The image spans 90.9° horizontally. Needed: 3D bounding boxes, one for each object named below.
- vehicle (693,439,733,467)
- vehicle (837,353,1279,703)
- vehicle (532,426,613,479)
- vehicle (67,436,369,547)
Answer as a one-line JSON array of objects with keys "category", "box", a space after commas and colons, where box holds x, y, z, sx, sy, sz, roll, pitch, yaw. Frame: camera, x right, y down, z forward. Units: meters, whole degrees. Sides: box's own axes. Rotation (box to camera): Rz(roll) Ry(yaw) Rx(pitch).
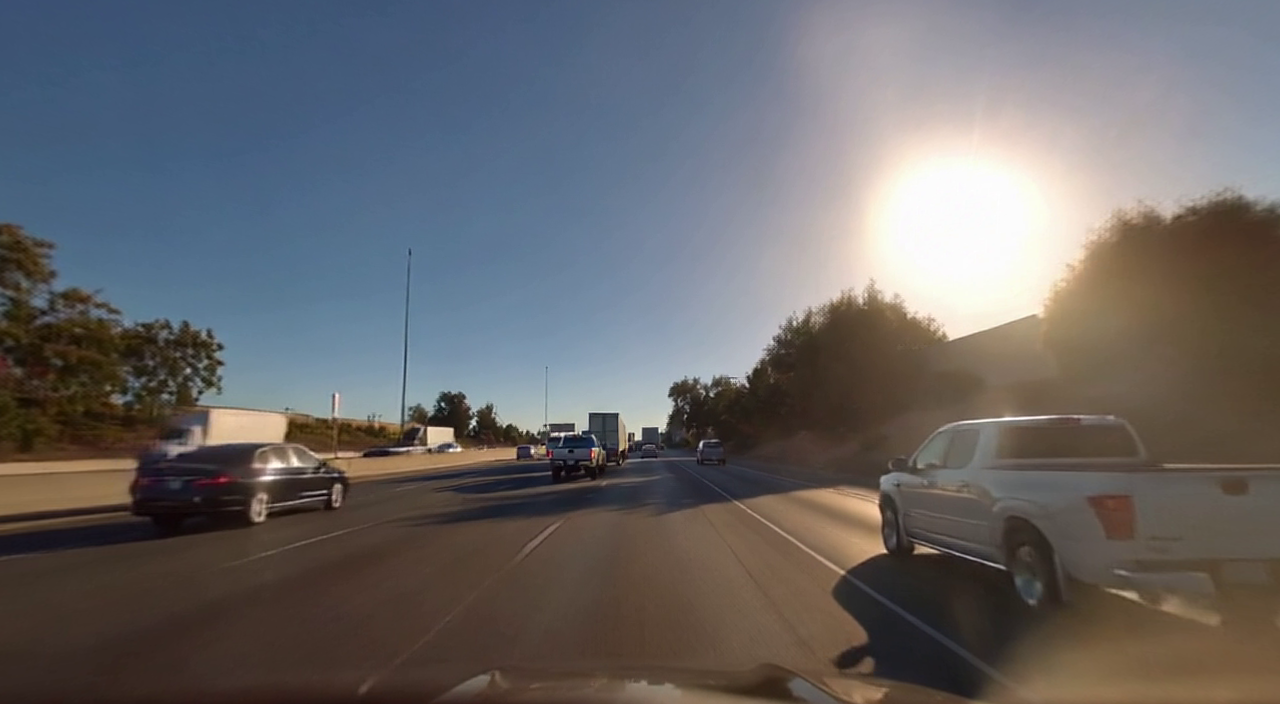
[{"category": "vehicle", "box": [4.605, 6.426, 40.384, 2.026, 1.661, 3.865, 0, -8, -1]}, {"category": "vehicle", "box": [3.180, 1.140, 4.690, 2.028, 1.658, 4.334, 0, -8, 0]}, {"category": "vehicle", "box": [-2.772, 4.401, 27.792, 2.645, 2.023, 6.491, -1, -8, 2]}, {"category": "vehicle", "box": [-6.716, 2.229, 10.797, 2.235, 1.506, 4.159, 0, -8, 1]}]
